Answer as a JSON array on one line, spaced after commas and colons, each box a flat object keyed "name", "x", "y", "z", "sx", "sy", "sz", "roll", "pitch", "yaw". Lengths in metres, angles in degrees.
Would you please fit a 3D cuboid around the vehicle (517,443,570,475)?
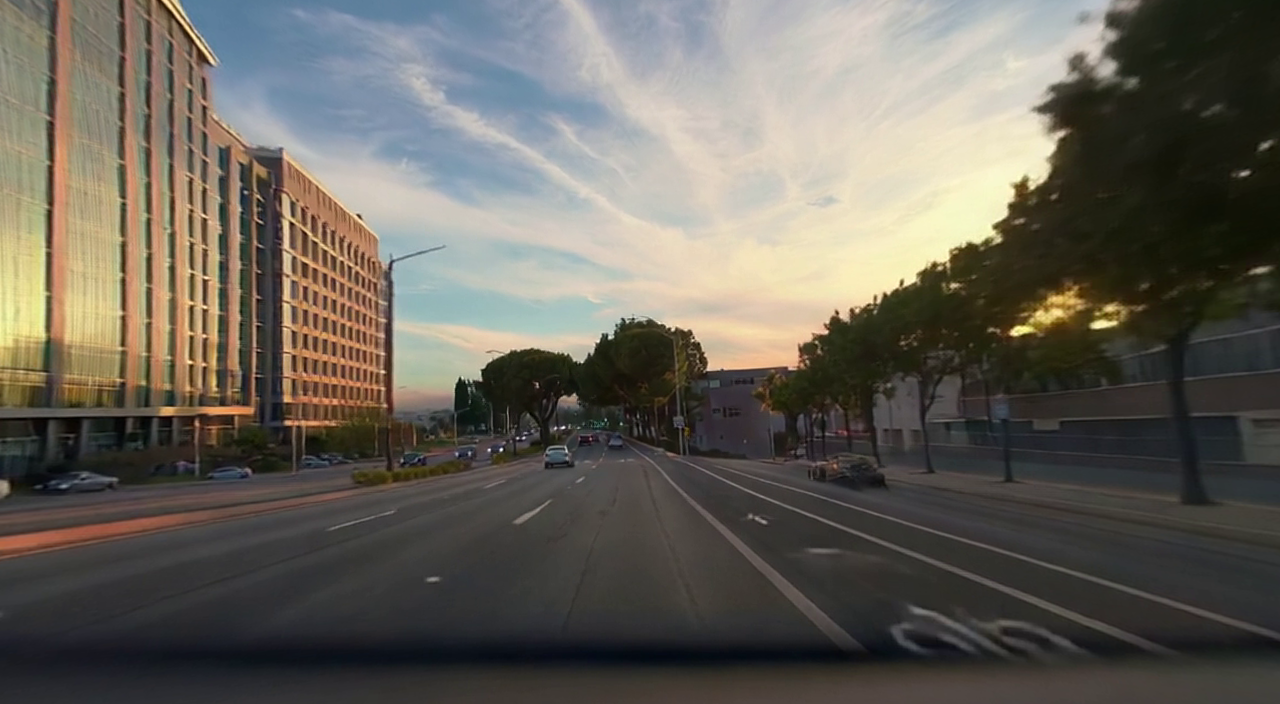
[{"name": "vehicle", "x": -4.738, "y": 5.300, "z": 31.672, "sx": 2.025, "sy": 1.474, "sz": 4.292, "roll": 0, "pitch": -8, "yaw": -1}]

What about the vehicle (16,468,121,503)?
[{"name": "vehicle", "x": -33.627, "y": 7.815, "z": 37.382, "sx": 1.912, "sy": 1.755, "sz": 4.644, "roll": 0, "pitch": -8, "yaw": -1}]
